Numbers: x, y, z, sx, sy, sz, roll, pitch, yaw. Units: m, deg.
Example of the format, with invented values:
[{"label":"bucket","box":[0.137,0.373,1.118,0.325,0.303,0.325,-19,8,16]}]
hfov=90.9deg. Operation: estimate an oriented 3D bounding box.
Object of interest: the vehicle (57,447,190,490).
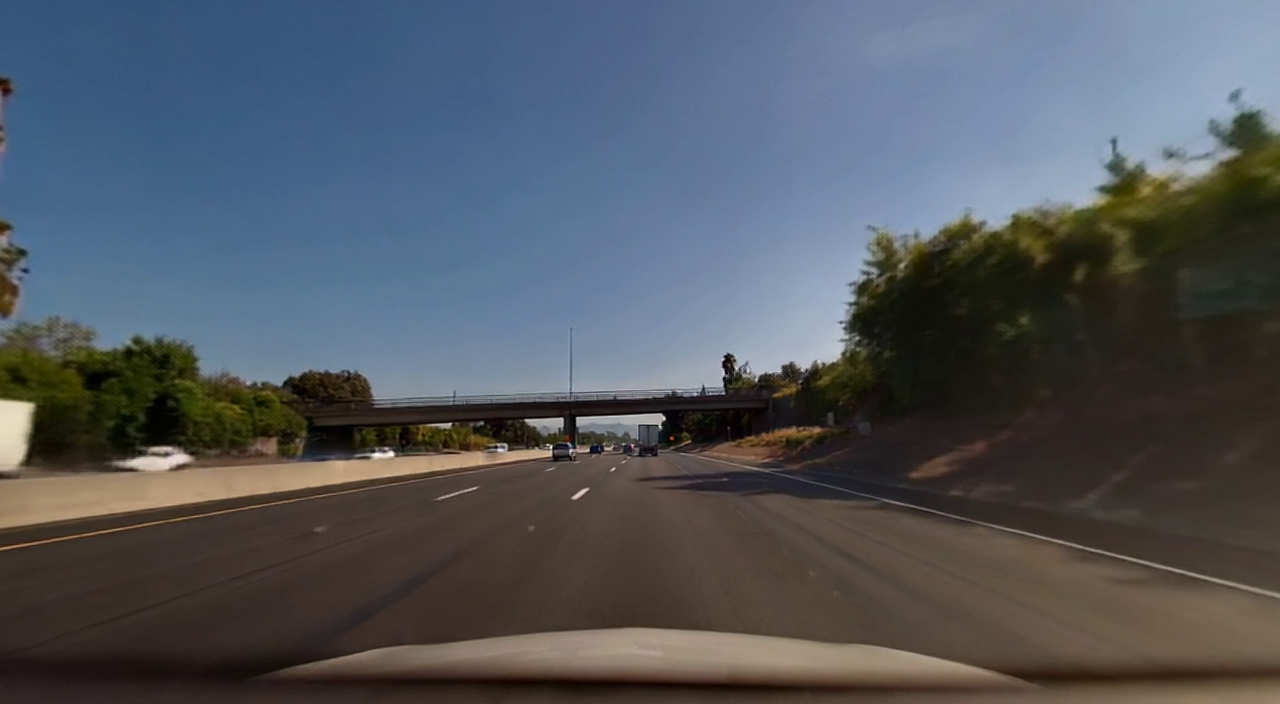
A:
[{"label":"vehicle","box":[-27.909,6.263,34.453,2.375,2.101,5.754,0,-8,0]}]
